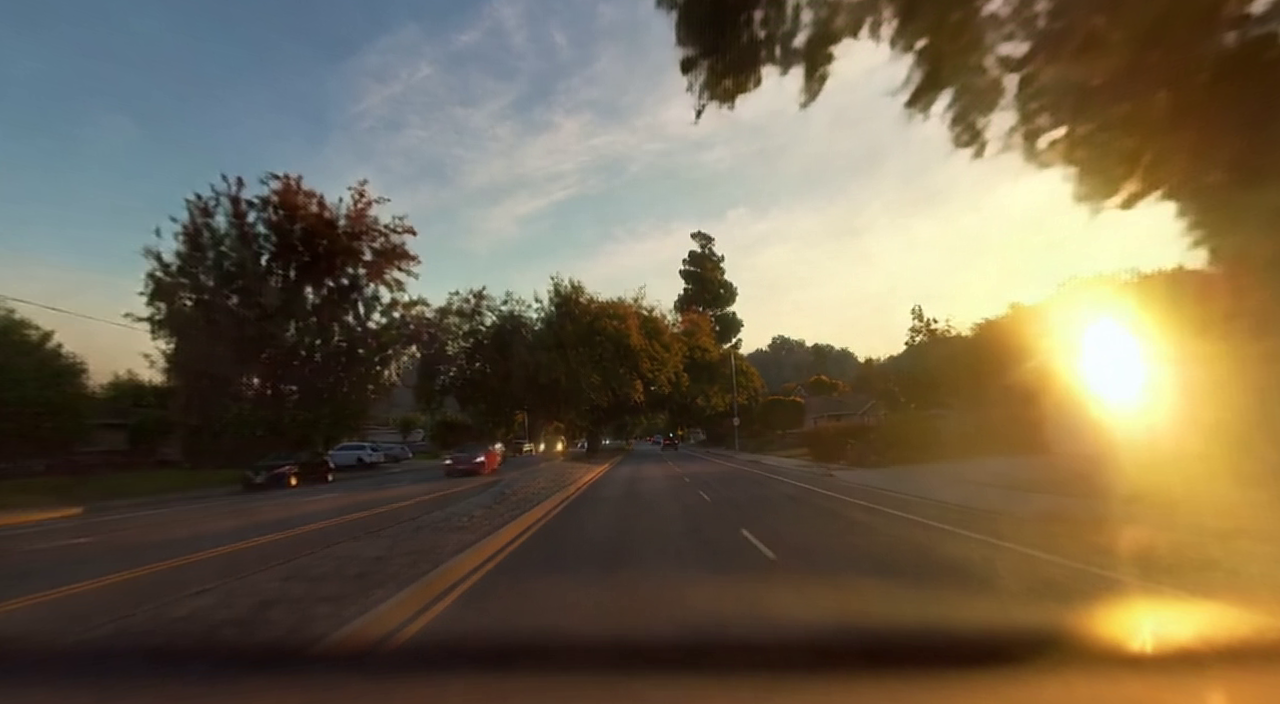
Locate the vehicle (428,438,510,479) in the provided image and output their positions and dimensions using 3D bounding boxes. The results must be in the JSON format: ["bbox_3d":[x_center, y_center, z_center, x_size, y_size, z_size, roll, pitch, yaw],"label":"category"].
[{"bbox_3d":[-6.709,4.217,25.283,1.975,1.481,4.318,-1,-8,2],"label":"vehicle"}]

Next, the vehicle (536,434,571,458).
[{"bbox_3d":[-6.622,7.210,48.663,2.000,1.738,4.251,-1,-8,2],"label":"vehicle"}]

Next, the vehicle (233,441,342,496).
[{"bbox_3d":[-14.525,4.760,26.335,2.058,1.779,4.768,-3,-6,-3],"label":"vehicle"}]
